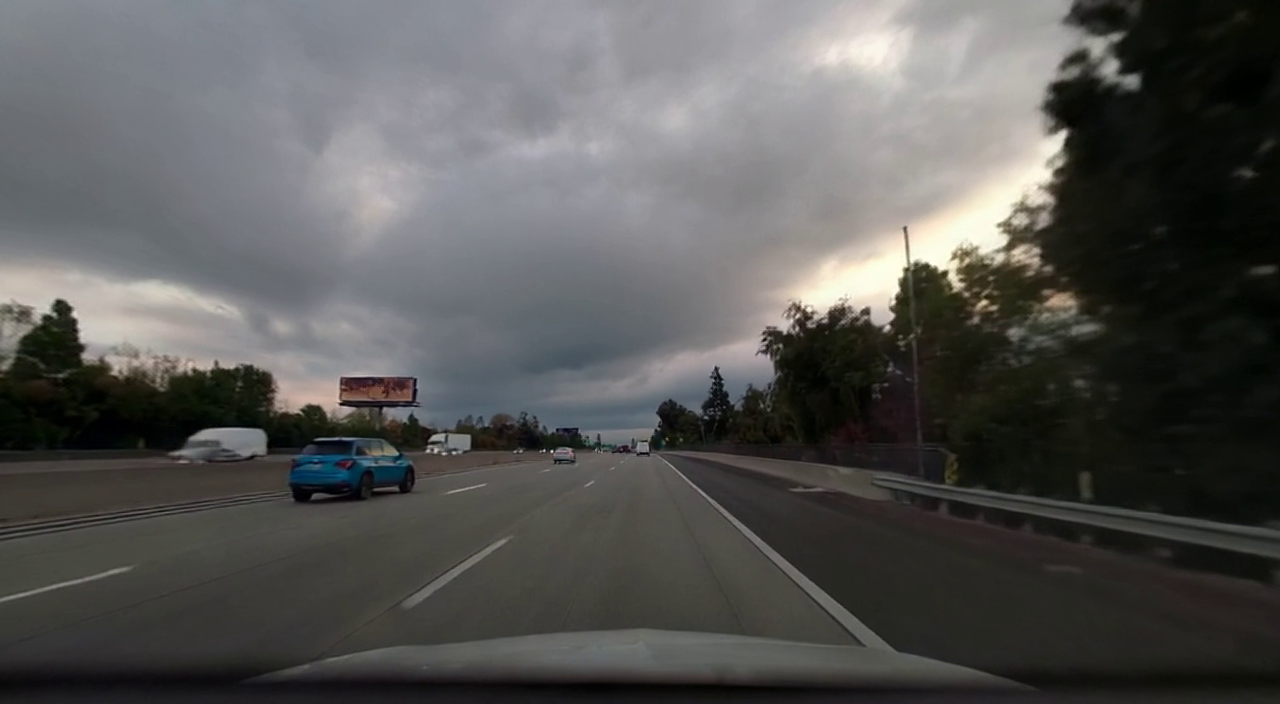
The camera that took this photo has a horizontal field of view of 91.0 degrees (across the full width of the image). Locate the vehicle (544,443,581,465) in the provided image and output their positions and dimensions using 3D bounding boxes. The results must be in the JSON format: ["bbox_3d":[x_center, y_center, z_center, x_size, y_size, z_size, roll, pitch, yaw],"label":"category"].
[{"bbox_3d":[-5.880,7.776,48.120,2.008,1.520,4.731,0,-9,3],"label":"vehicle"}]

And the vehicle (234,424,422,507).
[{"bbox_3d":[-7.261,2.709,15.416,2.055,1.683,4.804,0,-9,1],"label":"vehicle"}]

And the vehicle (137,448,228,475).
[{"bbox_3d":[-28.942,6.898,40.037,1.917,1.559,4.984,0,-9,2],"label":"vehicle"}]
